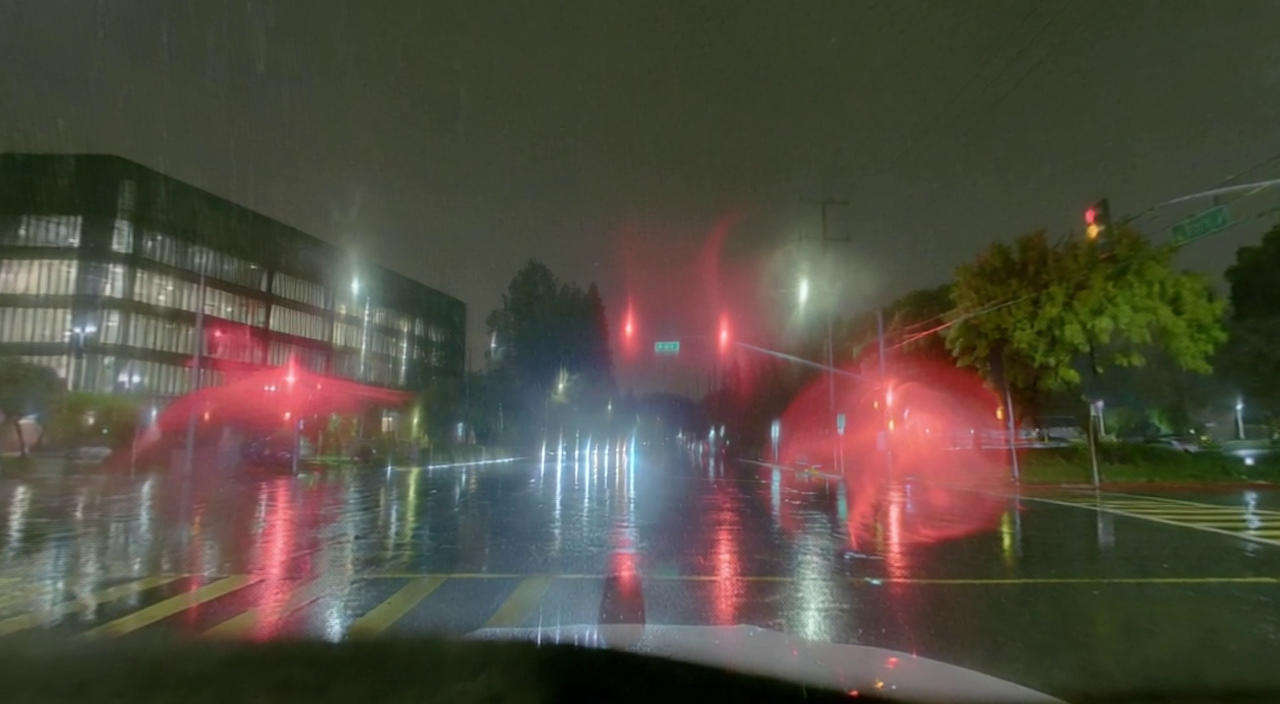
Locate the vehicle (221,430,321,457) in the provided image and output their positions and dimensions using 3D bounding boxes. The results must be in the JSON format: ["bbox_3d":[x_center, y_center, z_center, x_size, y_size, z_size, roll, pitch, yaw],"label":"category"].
[{"bbox_3d":[-22.396,5.570,38.512,4.765,1.593,1.891,1,-9,-7],"label":"vehicle"}]
